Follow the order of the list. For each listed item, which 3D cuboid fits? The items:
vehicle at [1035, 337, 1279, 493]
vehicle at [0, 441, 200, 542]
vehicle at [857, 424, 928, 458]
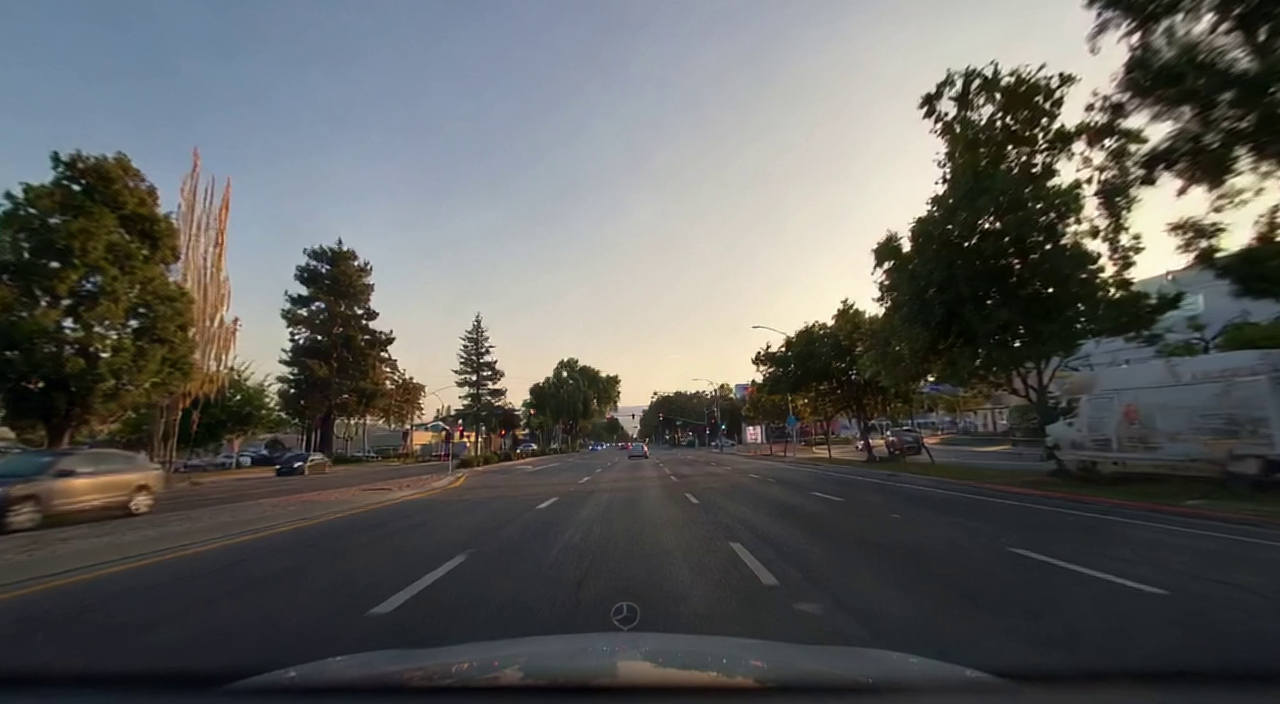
[{"bbox_3d":[15.467,1.876,17.162,3.129,3.430,8.253,0,-9,-8],"label":"vehicle"},{"bbox_3d":[-10.454,2.356,11.339,1.955,1.474,4.429,0,-8,-1],"label":"vehicle"},{"bbox_3d":[14.312,5.109,36.226,2.249,1.793,5.763,-1,-8,6],"label":"vehicle"}]
